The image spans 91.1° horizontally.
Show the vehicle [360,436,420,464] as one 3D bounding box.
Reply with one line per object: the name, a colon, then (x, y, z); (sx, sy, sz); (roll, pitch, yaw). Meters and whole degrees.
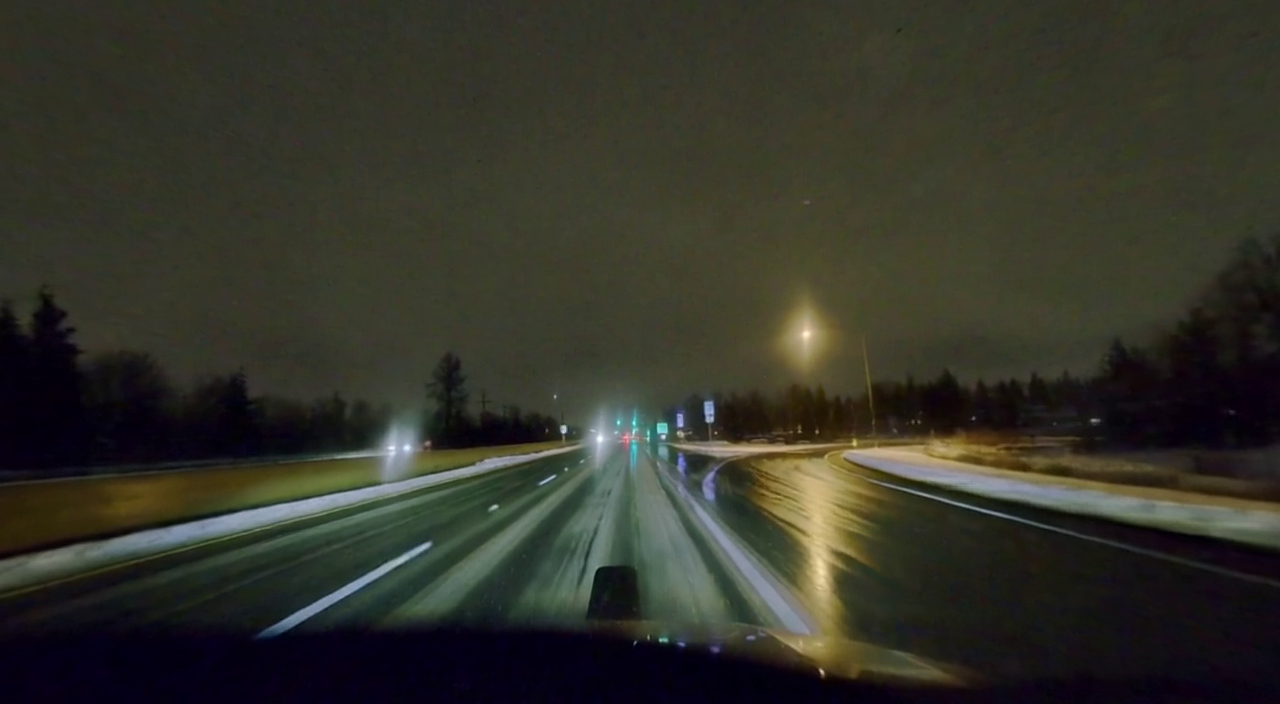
vehicle: (-17.599, 6.895, 44.568); (2.126, 1.840, 5.293); (0, -8, 0)
